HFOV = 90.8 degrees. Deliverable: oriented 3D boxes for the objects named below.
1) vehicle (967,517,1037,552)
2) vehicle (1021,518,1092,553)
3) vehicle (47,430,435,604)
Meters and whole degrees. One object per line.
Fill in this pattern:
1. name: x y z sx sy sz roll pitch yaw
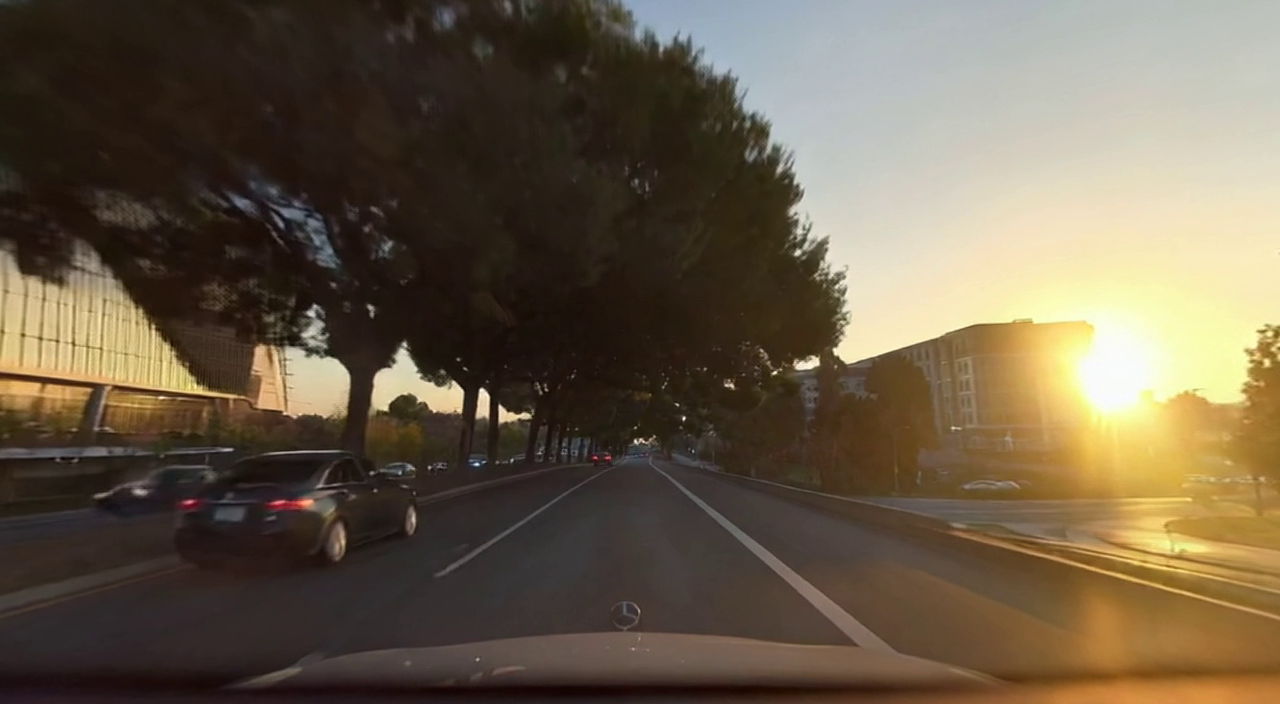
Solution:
1. vehicle: 23.863 12.035 41.875 1.993 1.688 4.523 0 -9 1
2. vehicle: 26.510 11.672 40.385 1.914 1.715 3.814 -1 -10 2
3. vehicle: -4.341 1.820 8.042 1.936 1.536 4.627 0 -8 0
